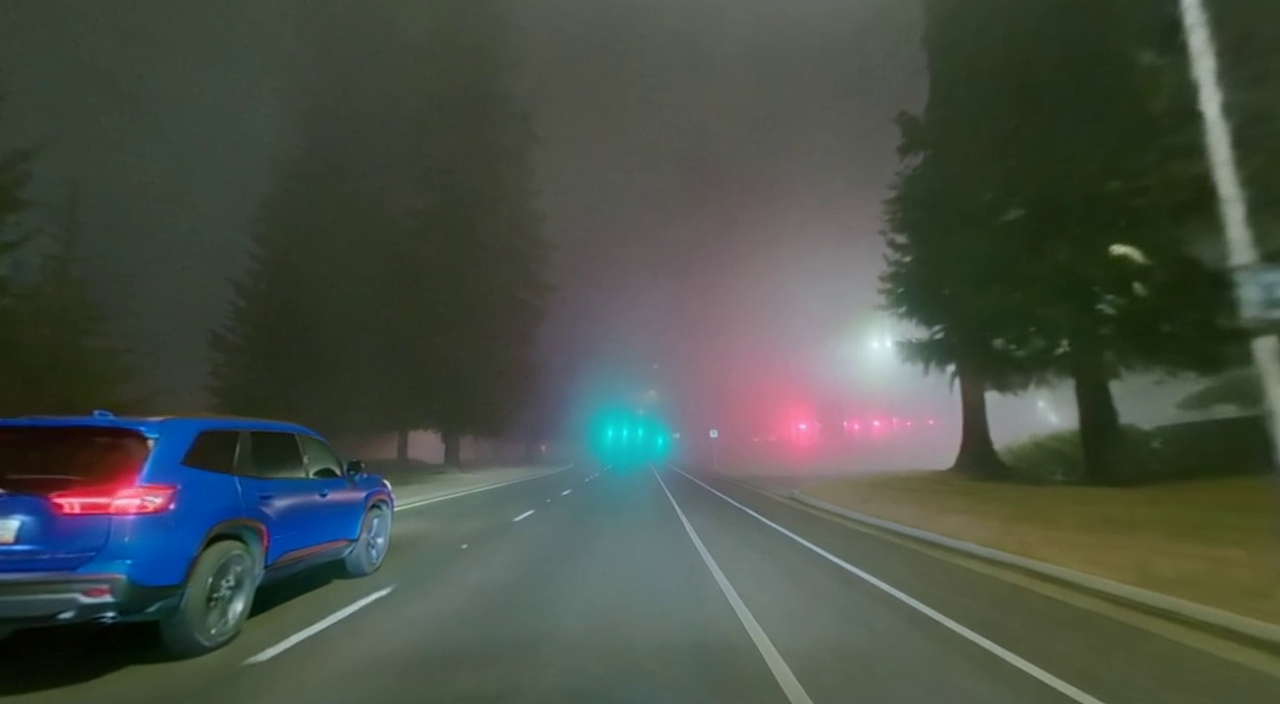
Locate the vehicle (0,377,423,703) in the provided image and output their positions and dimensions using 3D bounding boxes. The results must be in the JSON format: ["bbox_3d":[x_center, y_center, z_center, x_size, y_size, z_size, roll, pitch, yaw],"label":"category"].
[{"bbox_3d":[-3.706,1.323,5.403,2.121,1.724,4.392,0,-9,0],"label":"vehicle"}]
